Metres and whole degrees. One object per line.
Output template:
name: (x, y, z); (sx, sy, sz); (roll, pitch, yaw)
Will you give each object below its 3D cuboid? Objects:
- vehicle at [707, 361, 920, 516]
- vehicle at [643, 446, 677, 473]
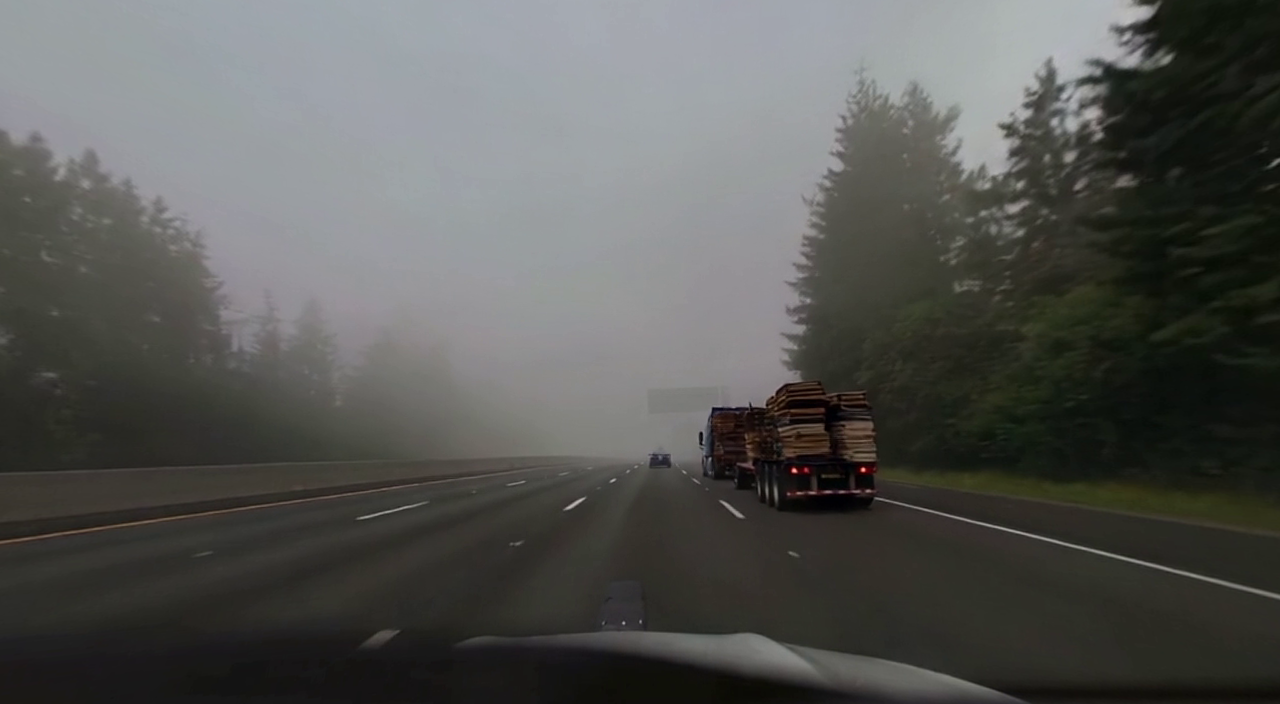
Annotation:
vehicle: (4.539, 3.141, 22.335); (2.917, 3.179, 18.723); (0, -8, 2)
vehicle: (1.217, 6.635, 39.235); (2.042, 1.528, 4.300); (0, -8, 1)
